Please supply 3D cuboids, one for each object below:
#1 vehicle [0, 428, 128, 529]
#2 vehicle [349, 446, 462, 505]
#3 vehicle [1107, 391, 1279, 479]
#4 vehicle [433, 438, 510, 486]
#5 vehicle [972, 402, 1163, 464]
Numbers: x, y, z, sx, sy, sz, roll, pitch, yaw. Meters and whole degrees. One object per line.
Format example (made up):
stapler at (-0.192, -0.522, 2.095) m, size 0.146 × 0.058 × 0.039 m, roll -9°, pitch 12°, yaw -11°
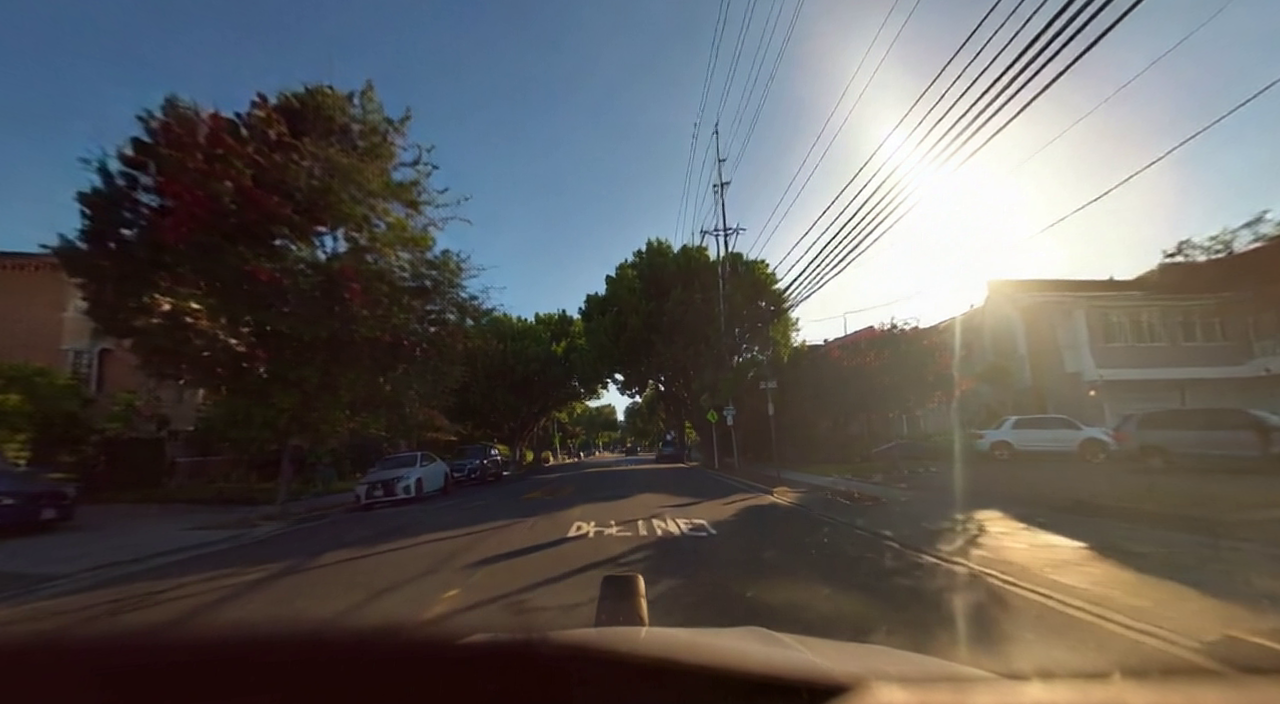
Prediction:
vehicle at (-13.828, 2.553, 13.042) m, size 4.432 × 1.870 × 2.299 m, roll 0°, pitch -9°, yaw -1°
vehicle at (-7.125, 3.764, 19.668) m, size 2.041 × 1.587 × 3.920 m, roll -2°, pitch -9°, yaw 0°
vehicle at (13.594, 1.893, 14.580) m, size 4.145 × 1.767 × 1.880 m, roll -9°, pitch -10°, yaw 30°
vehicle at (-7.254, 4.785, 27.682) m, size 2.135 × 1.787 × 4.452 m, roll -4°, pitch -9°, yaw 0°
vehicle at (13.610, 2.588, 20.553) m, size 4.836 × 1.789 × 2.229 m, roll -4°, pitch -7°, yaw 29°
